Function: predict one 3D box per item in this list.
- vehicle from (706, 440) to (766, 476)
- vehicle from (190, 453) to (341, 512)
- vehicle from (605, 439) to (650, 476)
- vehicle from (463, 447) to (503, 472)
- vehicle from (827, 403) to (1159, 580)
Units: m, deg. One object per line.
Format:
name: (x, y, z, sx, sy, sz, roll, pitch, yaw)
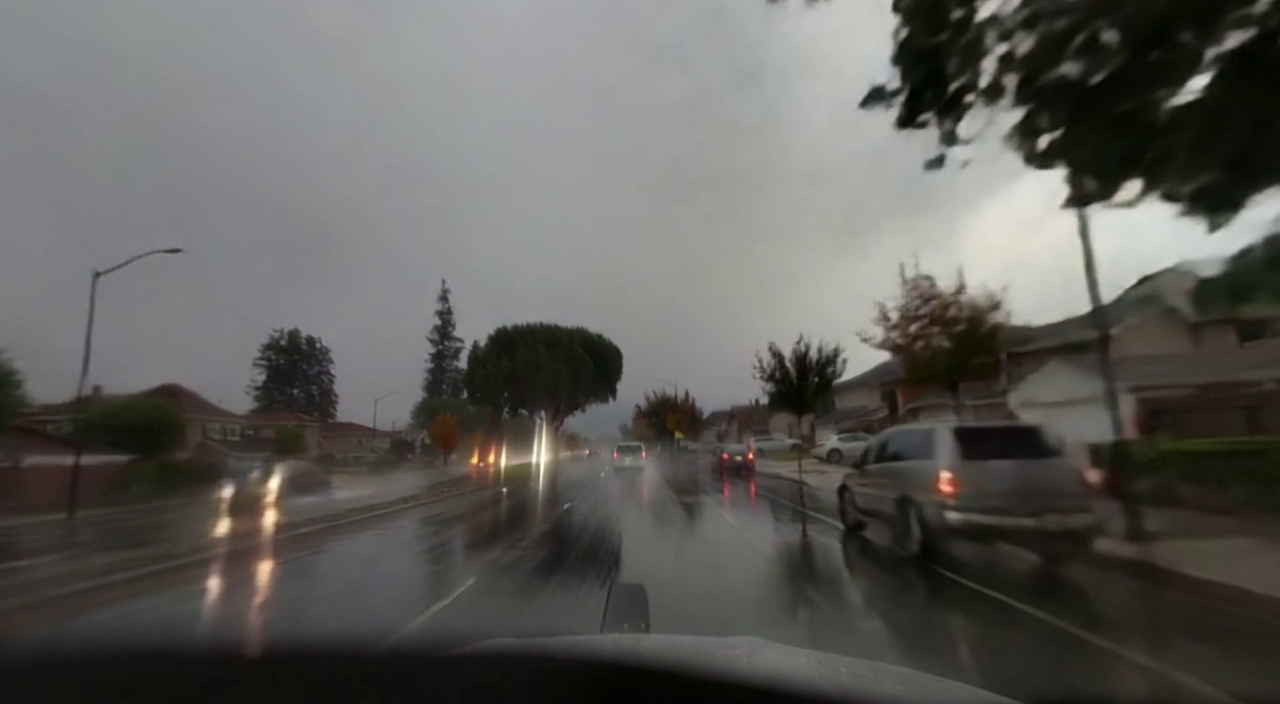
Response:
vehicle: (4.370, 4.907, 29.343, 2.020, 1.518, 4.255, 0, -9, -2)
vehicle: (-11.430, 3.969, 19.719, 1.914, 1.476, 4.702, -3, -9, 0)
vehicle: (-0.597, 5.096, 30.752, 2.024, 1.655, 4.301, 0, -9, -1)
vehicle: (-11.920, 8.123, 48.034, 1.948, 1.725, 4.443, -2, -9, -1)
vehicle: (4.062, 1.675, 8.269, 1.992, 1.695, 4.101, -1, -9, 1)
